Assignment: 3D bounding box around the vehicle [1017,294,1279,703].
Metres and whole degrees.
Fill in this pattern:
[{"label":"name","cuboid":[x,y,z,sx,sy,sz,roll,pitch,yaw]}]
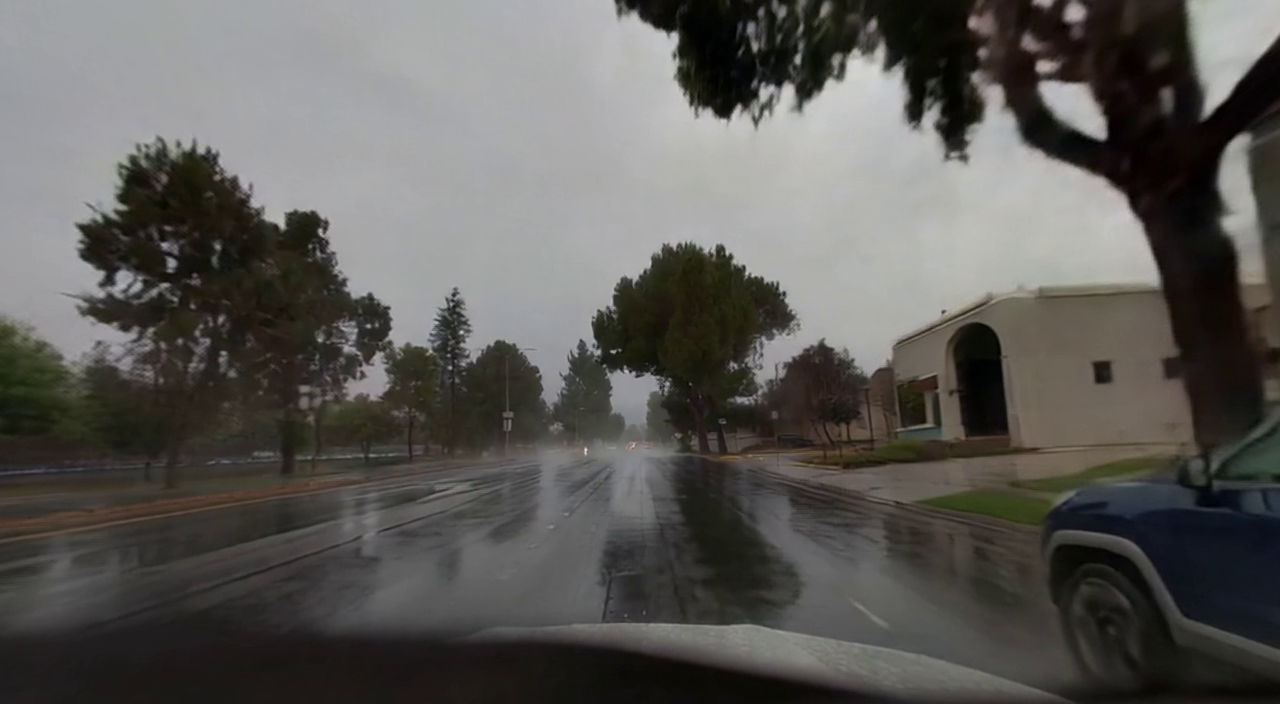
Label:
[{"label":"vehicle","cuboid":[2.984,0.550,0.837,2.047,1.768,4.607,0,-8,-1]}]
